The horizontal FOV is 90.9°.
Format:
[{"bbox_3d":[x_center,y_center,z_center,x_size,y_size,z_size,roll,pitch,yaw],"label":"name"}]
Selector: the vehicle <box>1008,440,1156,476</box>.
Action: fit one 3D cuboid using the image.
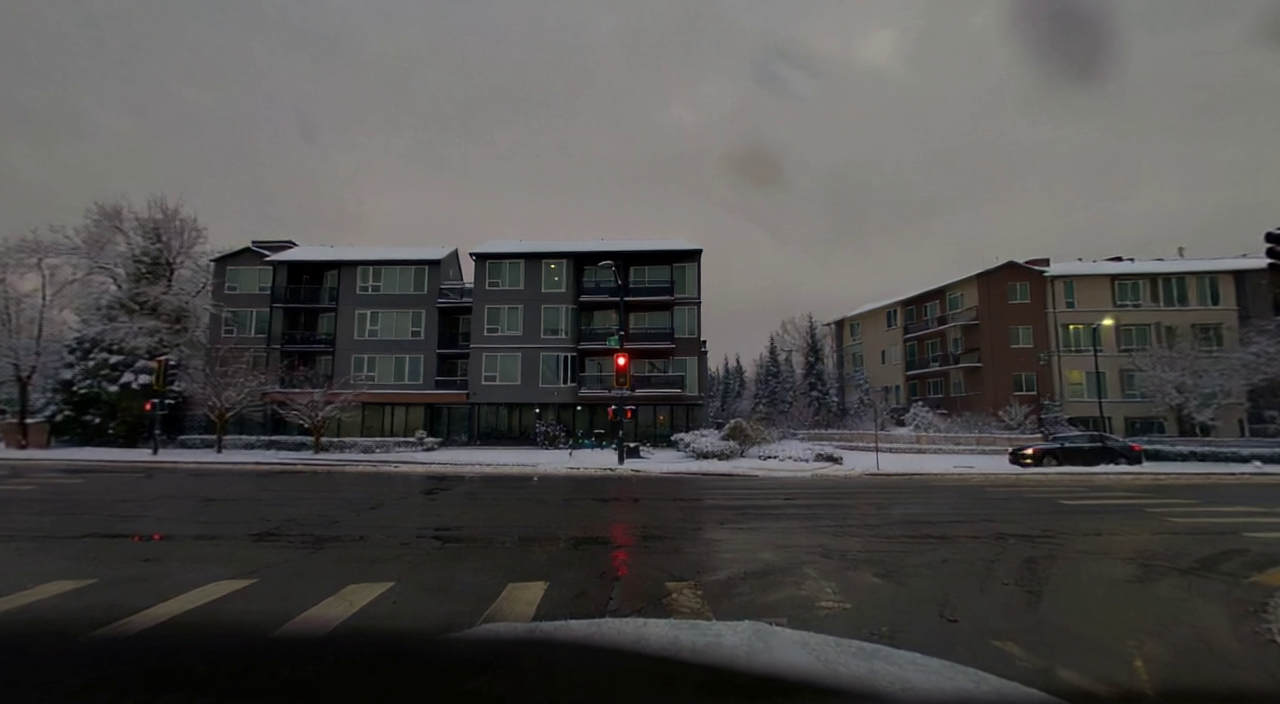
[{"bbox_3d":[18.585,4.464,26.692,4.823,1.458,1.914,0,-9,-1],"label":"vehicle"}]
